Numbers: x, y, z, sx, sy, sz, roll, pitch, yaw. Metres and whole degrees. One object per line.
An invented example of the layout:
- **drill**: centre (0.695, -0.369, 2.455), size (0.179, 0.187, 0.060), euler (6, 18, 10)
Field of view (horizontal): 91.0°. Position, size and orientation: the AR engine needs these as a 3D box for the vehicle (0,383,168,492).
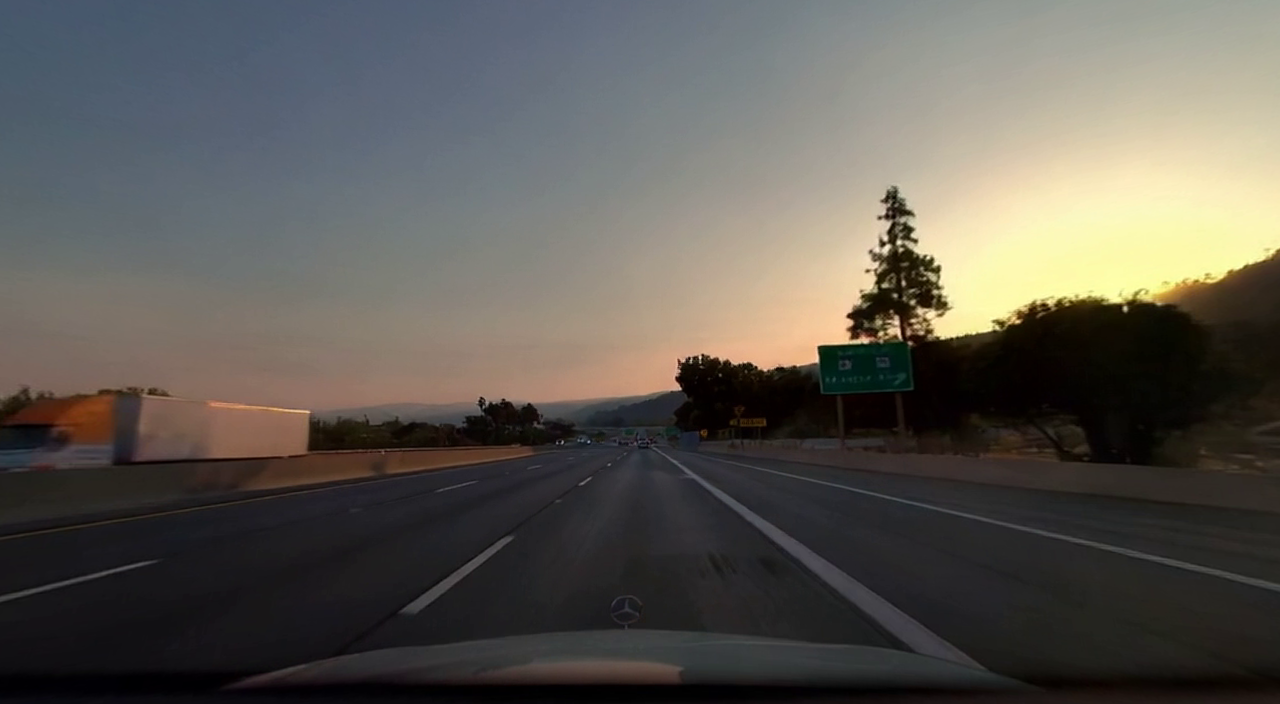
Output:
- **vehicle**: centre (-23.175, 3.529, 25.949), size (2.978, 4.016, 5.378), euler (0, -8, 0)
